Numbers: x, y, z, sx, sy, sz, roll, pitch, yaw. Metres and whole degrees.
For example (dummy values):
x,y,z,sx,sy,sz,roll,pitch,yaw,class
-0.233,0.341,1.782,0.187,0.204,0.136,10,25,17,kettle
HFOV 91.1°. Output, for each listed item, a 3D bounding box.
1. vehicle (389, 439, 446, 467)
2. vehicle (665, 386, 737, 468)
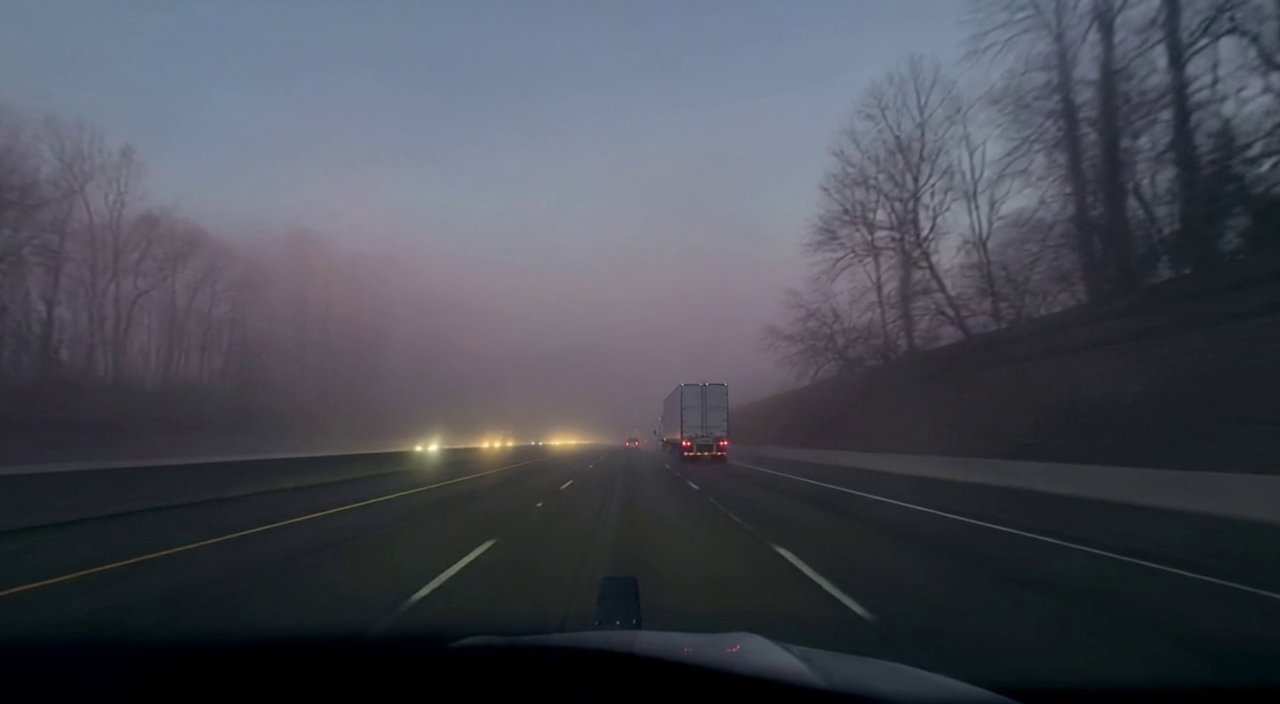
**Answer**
x,y,z,sx,sy,sz,roll,pitch,yaw,class
-12.740,5.781,36.245,1.803,1.450,4.054,0,-8,-1,vehicle
3.418,4.814,40.018,2.979,4.161,15.508,1,-7,0,vehicle
